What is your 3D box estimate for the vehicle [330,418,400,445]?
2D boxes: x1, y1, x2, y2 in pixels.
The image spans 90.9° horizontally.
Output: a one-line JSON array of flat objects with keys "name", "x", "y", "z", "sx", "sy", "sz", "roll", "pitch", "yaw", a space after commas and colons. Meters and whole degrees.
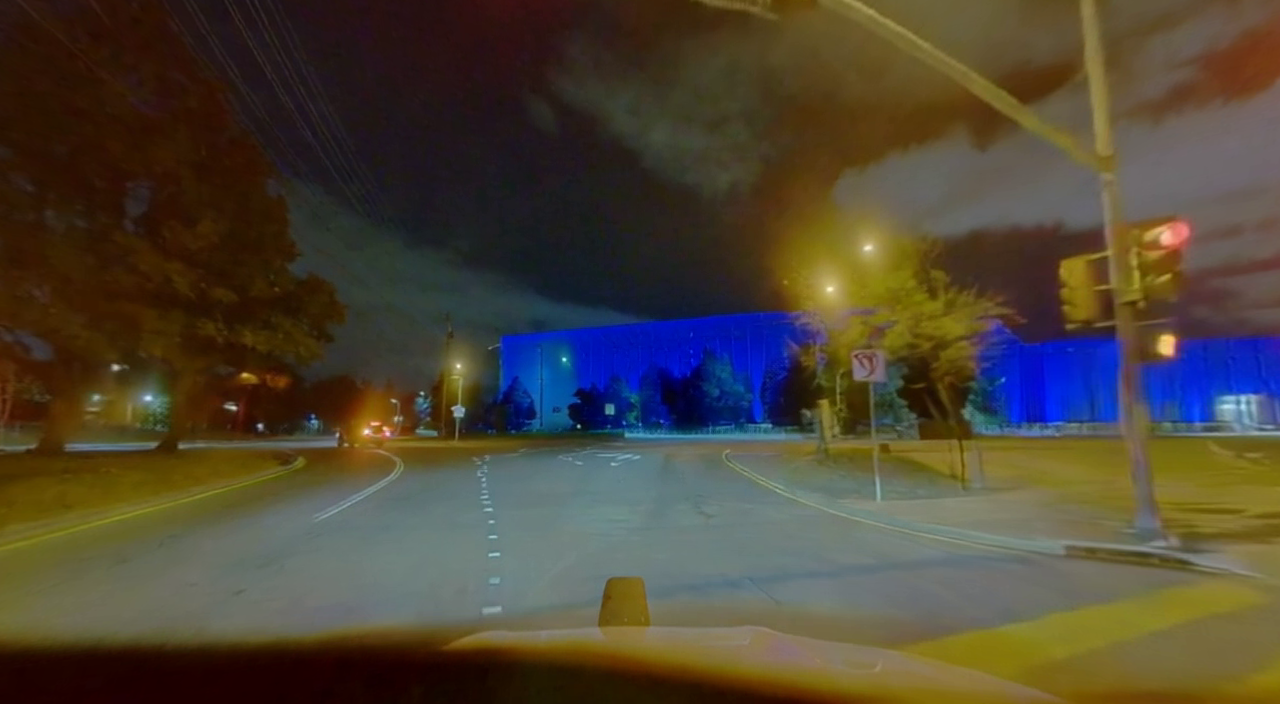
[{"name": "vehicle", "x": -20.733, "y": 6.019, "z": 47.421, "sx": 5.570, "sy": 1.923, "sz": 2.336, "roll": -6, "pitch": -10, "yaw": 37}]
